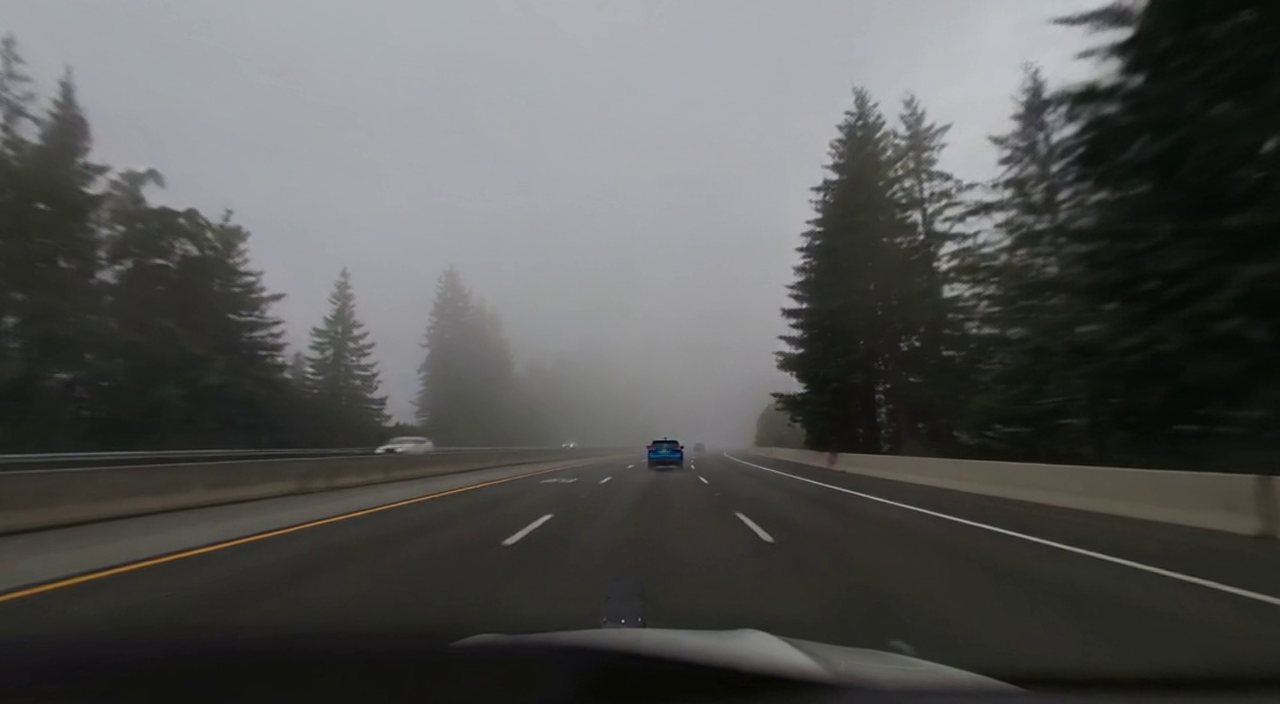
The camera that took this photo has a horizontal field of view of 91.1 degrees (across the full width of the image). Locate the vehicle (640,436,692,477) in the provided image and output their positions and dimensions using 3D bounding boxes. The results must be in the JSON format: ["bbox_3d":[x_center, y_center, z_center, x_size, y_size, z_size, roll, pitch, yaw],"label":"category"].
[{"bbox_3d":[1.183,4.613,27.948,2.133,1.686,4.203,-1,-8,3],"label":"vehicle"}]

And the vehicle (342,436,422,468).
[{"bbox_3d":[-13.298,5.166,32.711,1.946,1.520,4.707,-1,-8,3],"label":"vehicle"}]
